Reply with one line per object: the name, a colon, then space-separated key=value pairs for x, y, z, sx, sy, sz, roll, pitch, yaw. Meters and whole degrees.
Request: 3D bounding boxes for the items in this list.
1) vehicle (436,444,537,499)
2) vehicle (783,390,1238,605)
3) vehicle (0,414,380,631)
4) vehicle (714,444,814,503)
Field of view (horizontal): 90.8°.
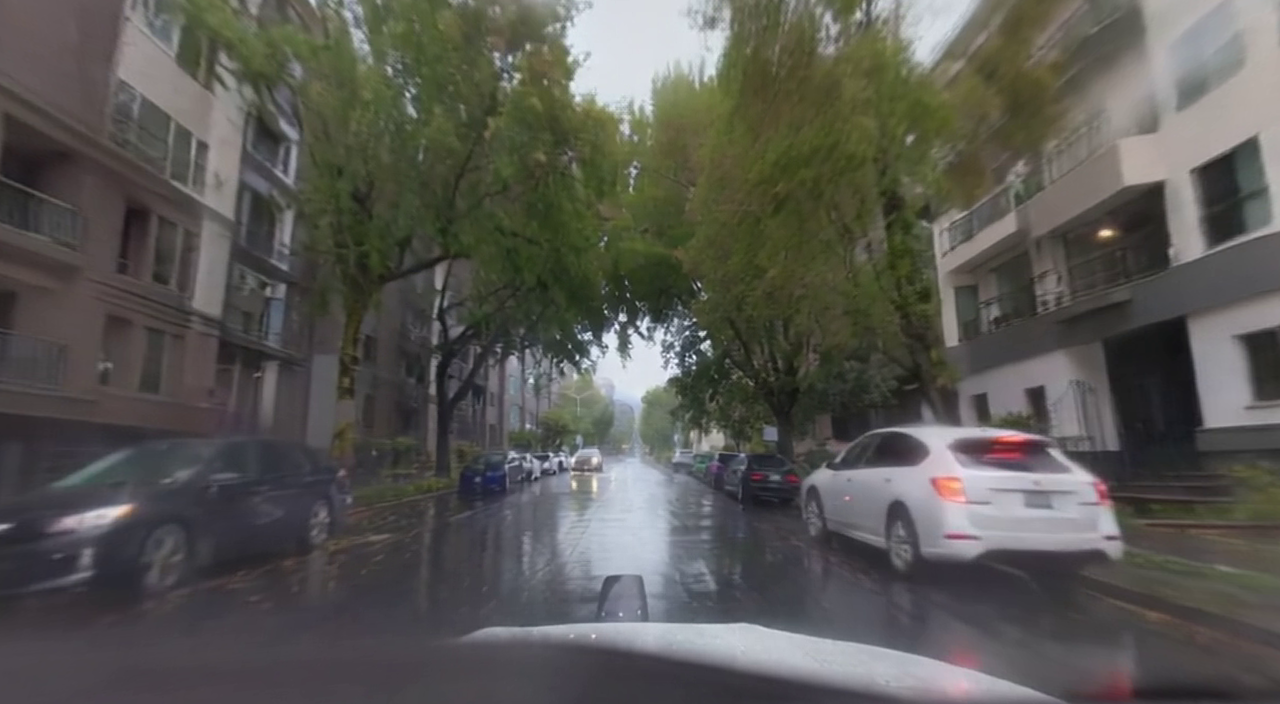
vehicle: x=-5.432 y=4.283 z=23.214 sx=2.222 sy=1.735 sz=5.215 roll=-1 pitch=-8 yaw=2
vehicle: x=3.999 y=1.862 z=8.725 sx=2.473 sy=1.895 sz=6.050 roll=0 pitch=-11 yaw=-1
vehicle: x=-5.613 y=1.818 z=7.980 sx=2.122 sy=1.722 sz=5.662 roll=-1 pitch=-9 yaw=1
vehicle: x=3.969 y=3.985 z=21.299 sx=2.187 sy=1.699 sz=5.038 roll=0 pitch=-8 yaw=-2
